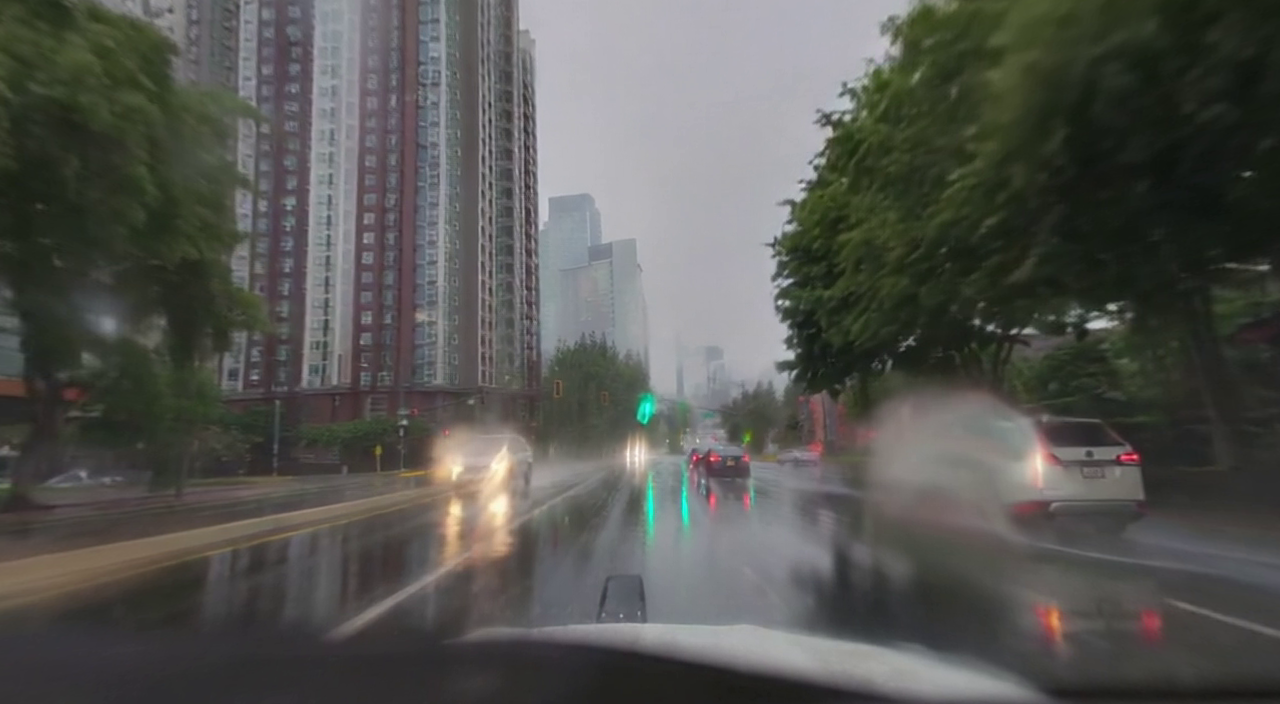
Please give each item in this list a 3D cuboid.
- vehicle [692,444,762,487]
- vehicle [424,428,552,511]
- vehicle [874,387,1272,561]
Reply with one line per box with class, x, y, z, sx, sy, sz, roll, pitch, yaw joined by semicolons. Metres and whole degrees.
vehicle;3.238;4.353;24.462;2.003;1.480;4.494;0;-9;-1
vehicle;-3.488;2.793;15.415;2.065;1.716;4.265;0;-9;-1
vehicle;6.118;1.864;10.307;2.427;2.017;5.763;0;-9;1
